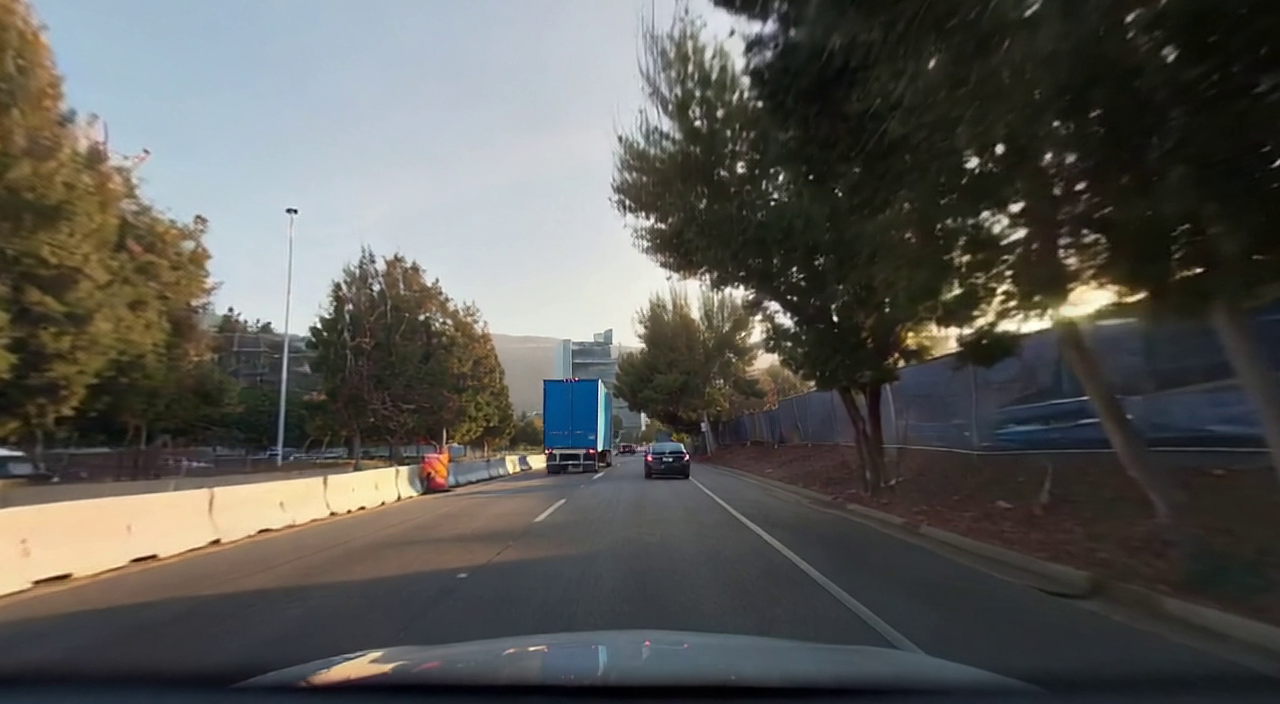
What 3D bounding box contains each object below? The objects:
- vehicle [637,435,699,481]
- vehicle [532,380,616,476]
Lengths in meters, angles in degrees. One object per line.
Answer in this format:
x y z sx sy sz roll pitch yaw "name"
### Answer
1.047 4.239 25.565 2.304 1.675 4.462 0 -8 0 "vehicle"
-3.114 4.368 34.898 2.906 4.115 15.715 0 -8 0 "vehicle"
